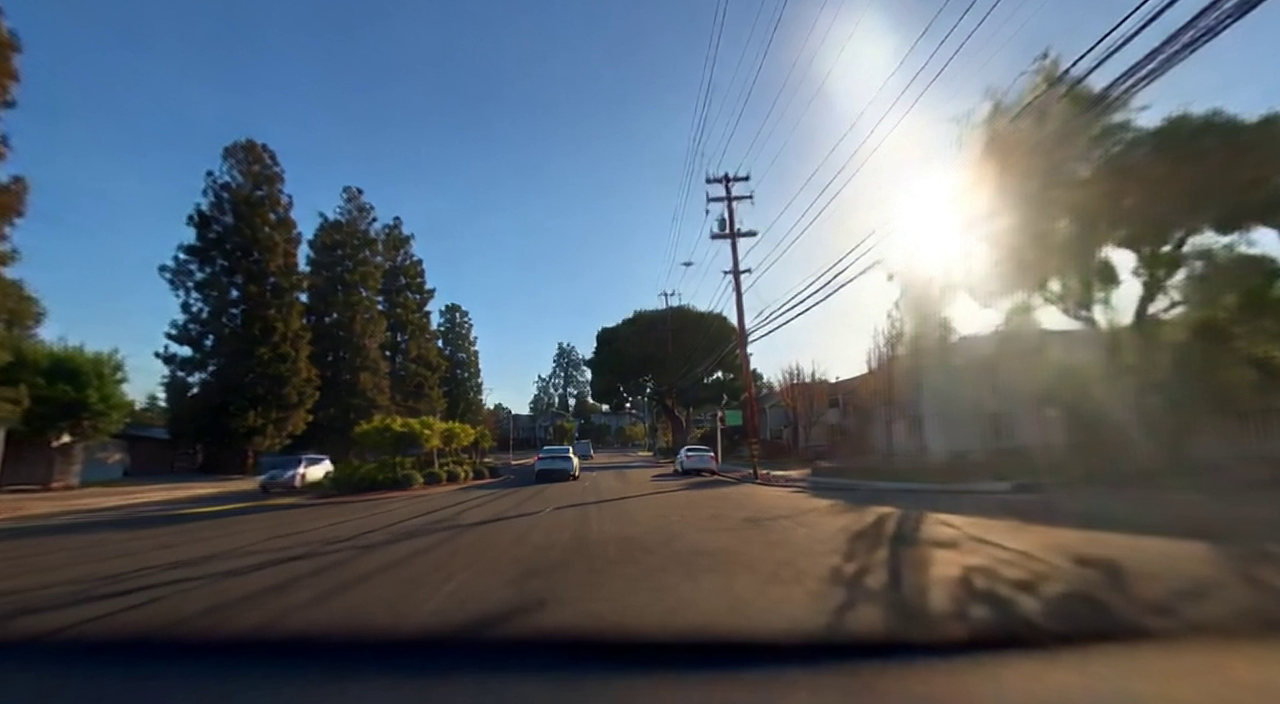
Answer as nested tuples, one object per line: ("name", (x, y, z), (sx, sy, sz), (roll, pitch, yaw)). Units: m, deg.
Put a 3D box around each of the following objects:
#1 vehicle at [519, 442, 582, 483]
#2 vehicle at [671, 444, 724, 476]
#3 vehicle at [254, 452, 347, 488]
("vehicle", (-3.453, 4.364, 25.256), (2.041, 1.471, 4.602), (0, -8, -2))
("vehicle", (2.786, 5.314, 31.486), (2.074, 1.450, 4.621), (0, -8, -2))
("vehicle", (-15.695, 5.449, 29.531), (2.143, 1.524, 4.408), (0, -8, -4))
